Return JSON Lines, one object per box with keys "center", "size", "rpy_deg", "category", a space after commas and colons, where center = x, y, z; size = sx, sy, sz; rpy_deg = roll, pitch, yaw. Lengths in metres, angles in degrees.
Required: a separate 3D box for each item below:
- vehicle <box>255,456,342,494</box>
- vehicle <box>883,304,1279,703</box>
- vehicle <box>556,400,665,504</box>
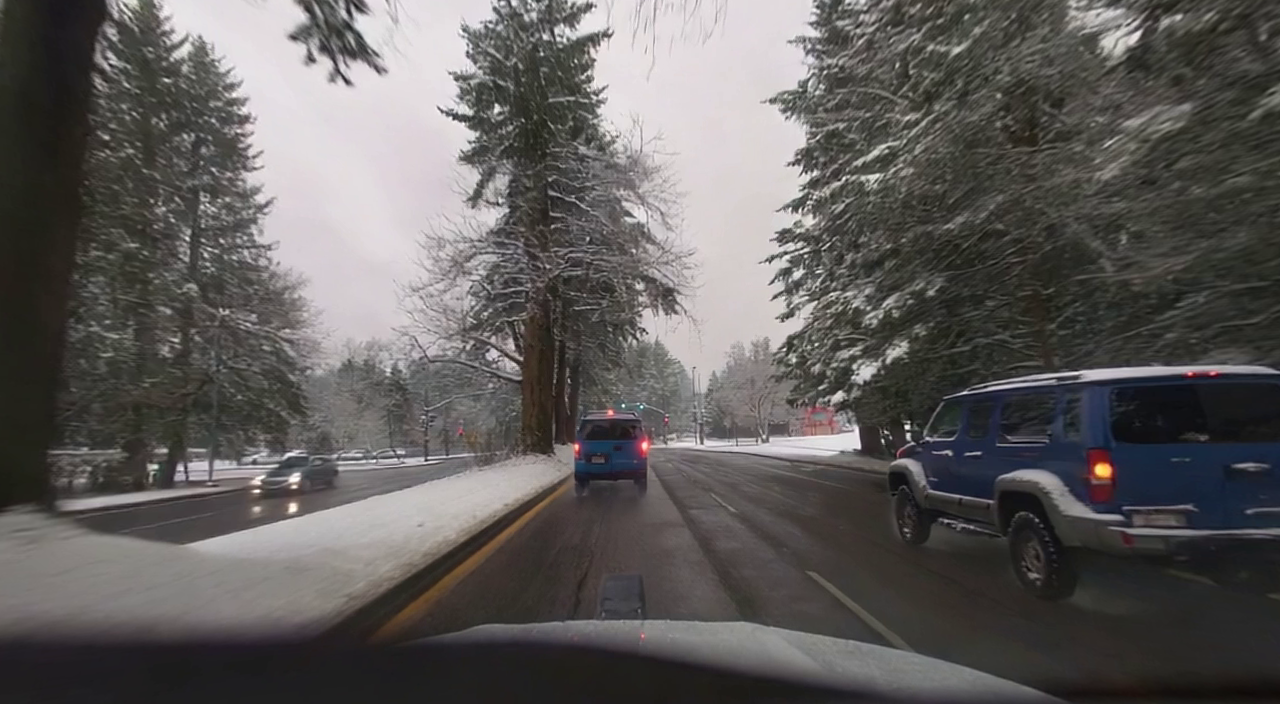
{"center": [-14.484, 5.192, 27.014], "size": [1.702, 1.413, 3.774], "rpy_deg": [0, -8, -2], "category": "vehicle"}
{"center": [3.683, 0.987, 4.895], "size": [1.988, 1.873, 3.968], "rpy_deg": [0, -9, 0], "category": "vehicle"}
{"center": [-0.585, 2.308, 14.730], "size": [2.145, 2.046, 4.309], "rpy_deg": [0, -8, 0], "category": "vehicle"}
